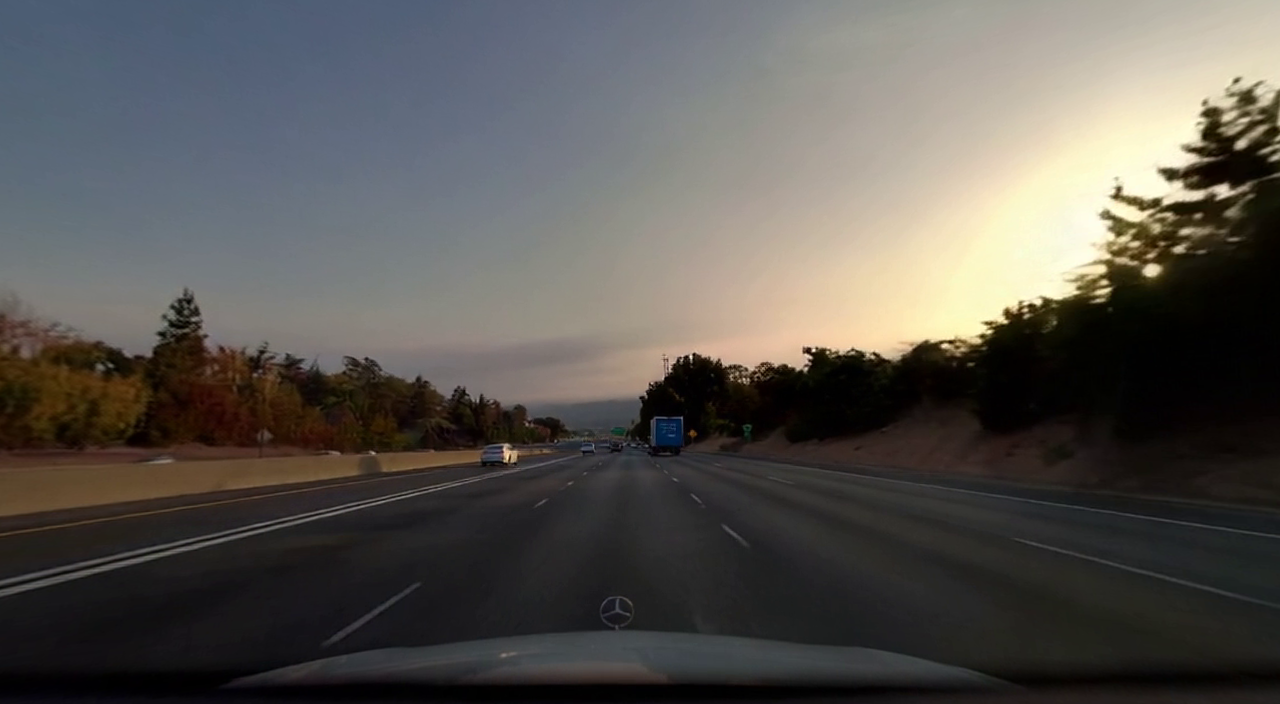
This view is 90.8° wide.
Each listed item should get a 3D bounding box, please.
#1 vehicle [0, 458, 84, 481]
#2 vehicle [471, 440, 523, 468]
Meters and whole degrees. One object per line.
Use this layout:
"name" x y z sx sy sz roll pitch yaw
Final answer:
"vehicle" -44.845 8.827 47.548 1.869 1.517 4.593 0 -9 -1
"vehicle" -8.216 5.911 36.749 2.033 1.494 4.508 0 -9 0
